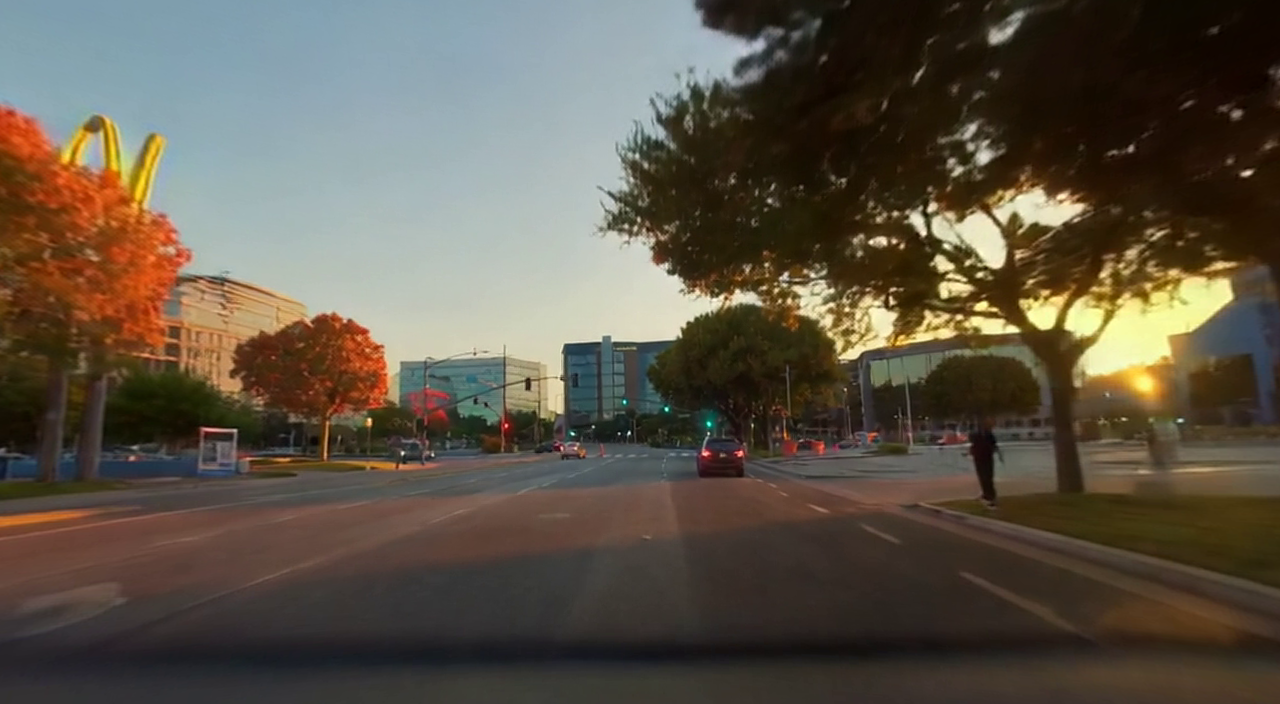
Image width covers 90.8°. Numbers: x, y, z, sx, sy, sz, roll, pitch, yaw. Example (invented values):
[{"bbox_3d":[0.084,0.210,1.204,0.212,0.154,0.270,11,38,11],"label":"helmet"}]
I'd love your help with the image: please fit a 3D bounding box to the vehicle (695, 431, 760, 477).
[{"bbox_3d":[3.388,4.060,25.312,2.230,1.683,4.204,-1,-8,3],"label":"vehicle"}]
